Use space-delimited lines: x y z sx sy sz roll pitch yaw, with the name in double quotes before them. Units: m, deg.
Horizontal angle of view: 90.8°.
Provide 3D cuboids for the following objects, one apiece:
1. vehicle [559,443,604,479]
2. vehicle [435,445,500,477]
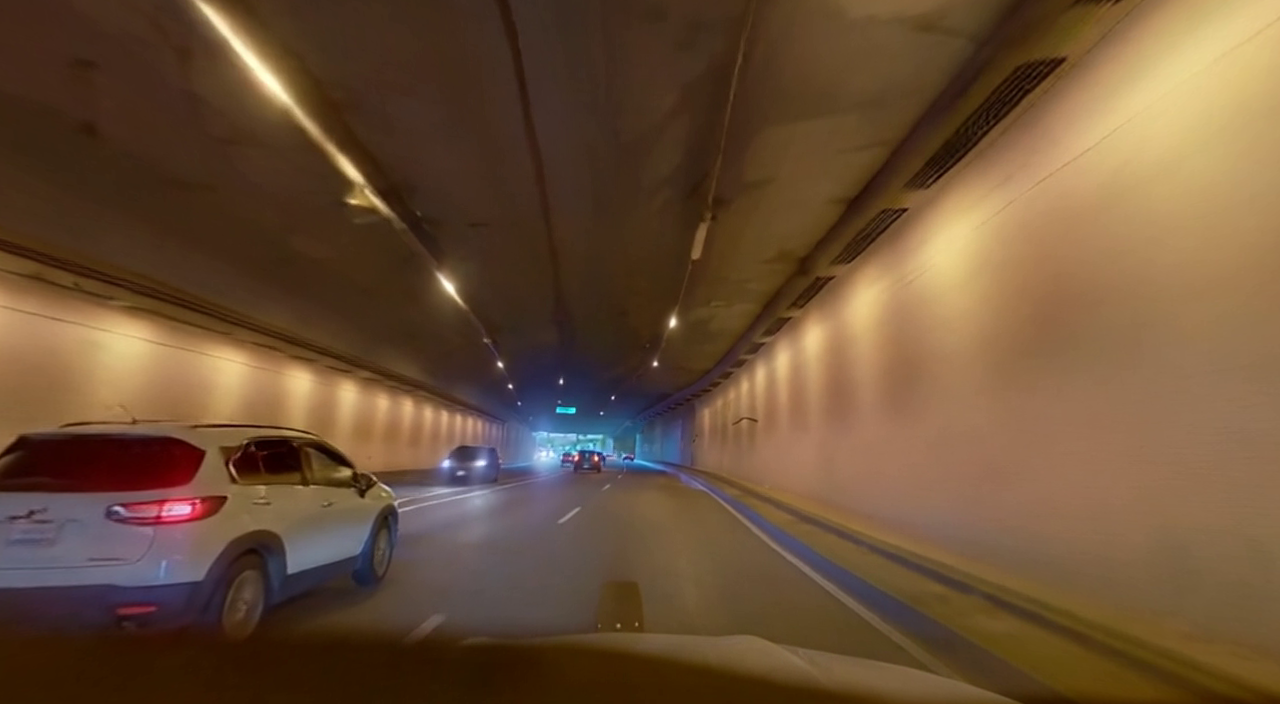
"vehicle" -3.015 5.760 33.542 1.961 1.725 4.315 0 -9 0
"vehicle" -8.323 5.328 30.962 1.963 1.414 4.567 0 -9 -1
